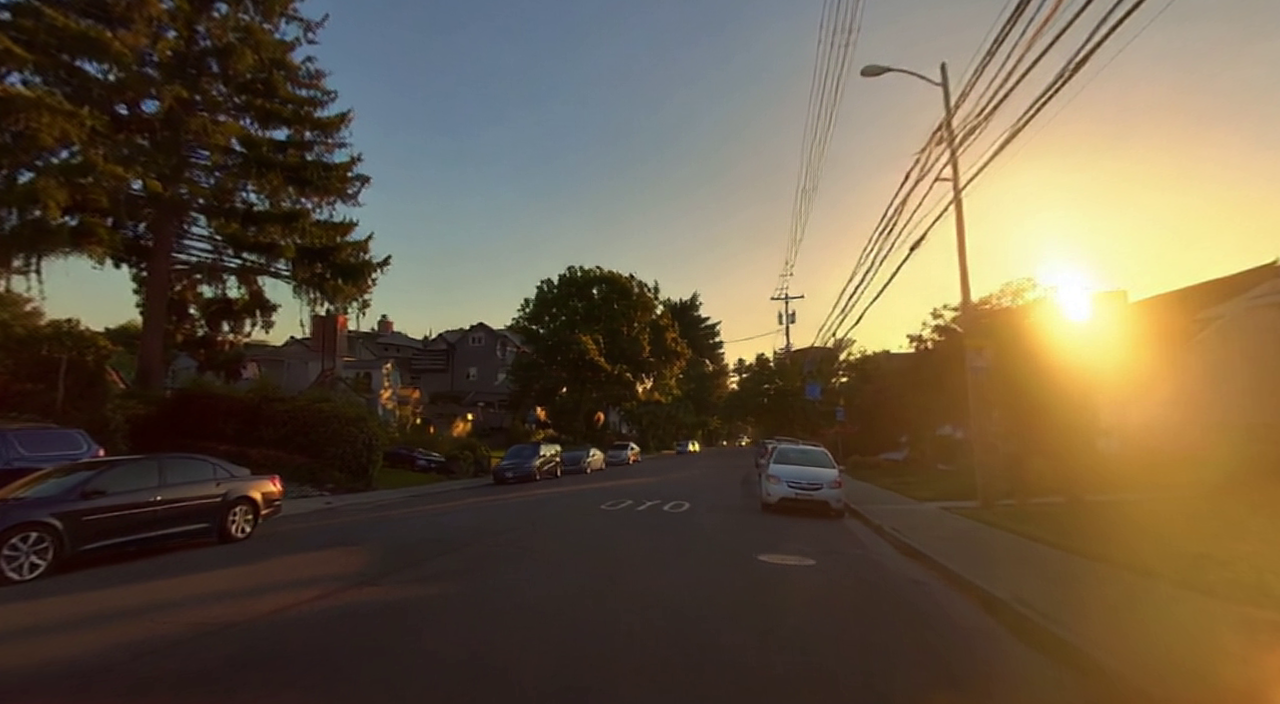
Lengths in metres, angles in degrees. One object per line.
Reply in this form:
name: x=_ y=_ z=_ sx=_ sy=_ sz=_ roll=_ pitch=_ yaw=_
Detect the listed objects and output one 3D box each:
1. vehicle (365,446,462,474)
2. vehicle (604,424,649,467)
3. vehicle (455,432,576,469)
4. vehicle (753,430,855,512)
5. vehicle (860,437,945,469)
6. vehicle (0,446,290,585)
vehicle: x=-11.990 y=5.713 z=33.549 sx=4.481 sy=1.420 sz=1.712 roll=-1 pitch=-8 yaw=7
vehicle: x=-0.887 y=6.880 z=46.429 sx=2.199 sy=2.902 sz=5.848 roll=-1 pitch=-8 yaw=10
vehicle: x=-7.214 y=5.744 z=36.872 sx=6.488 sy=2.009 sz=2.354 roll=-1 pitch=-8 yaw=11
vehicle: x=3.528 y=2.559 z=13.993 sx=1.908 sy=1.572 sz=3.105 roll=-1 pitch=-8 yaw=12
vehicle: x=14.758 y=5.701 z=35.736 sx=4.075 sy=1.674 sz=1.811 roll=-1 pitch=-8 yaw=11
vehicle: x=-7.478 y=2.061 z=8.847 sx=1.968 sy=1.449 sz=4.502 roll=-1 pitch=-8 yaw=11
